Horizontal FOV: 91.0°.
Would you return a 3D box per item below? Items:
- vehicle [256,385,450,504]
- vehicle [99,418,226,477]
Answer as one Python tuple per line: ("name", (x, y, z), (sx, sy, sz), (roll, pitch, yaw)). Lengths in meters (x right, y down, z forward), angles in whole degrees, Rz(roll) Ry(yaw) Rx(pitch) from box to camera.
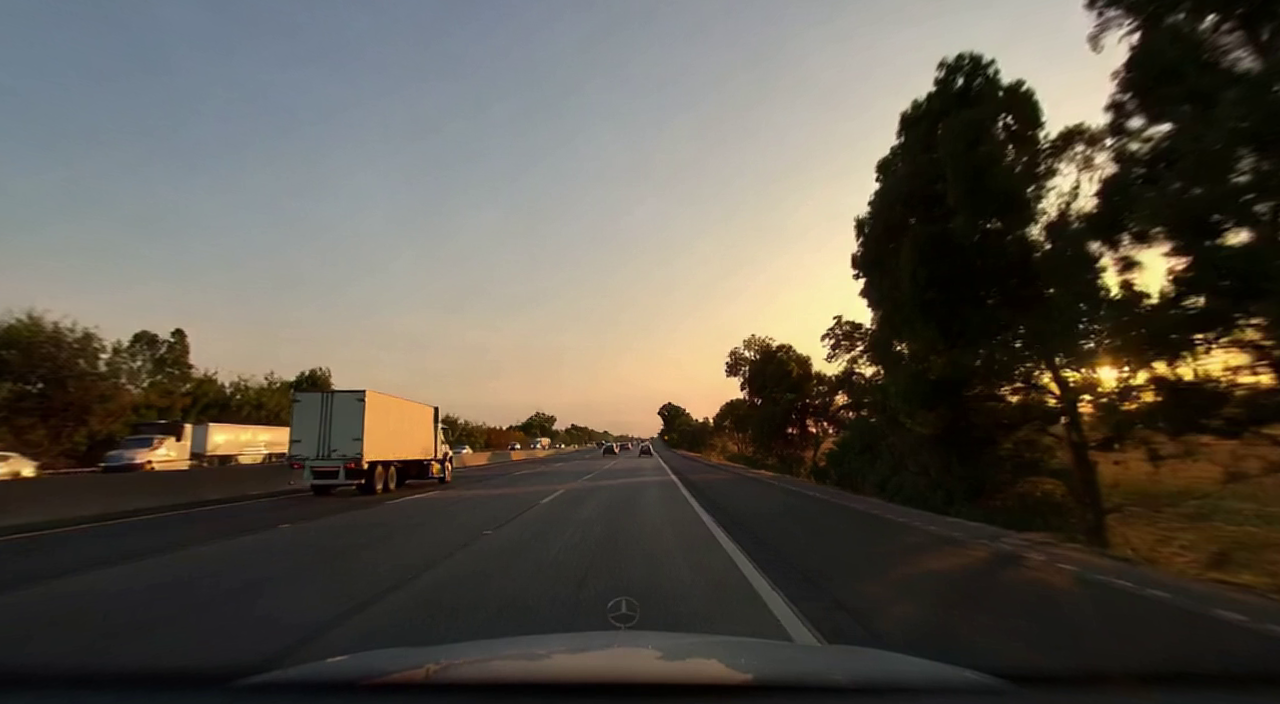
("vehicle", (-7.418, 2.541, 17.317), (2.444, 2.685, 5.893), (0, -9, 1))
("vehicle", (-36.193, 7.301, 48.253), (3.008, 4.085, 8.150), (0, -9, 1))
